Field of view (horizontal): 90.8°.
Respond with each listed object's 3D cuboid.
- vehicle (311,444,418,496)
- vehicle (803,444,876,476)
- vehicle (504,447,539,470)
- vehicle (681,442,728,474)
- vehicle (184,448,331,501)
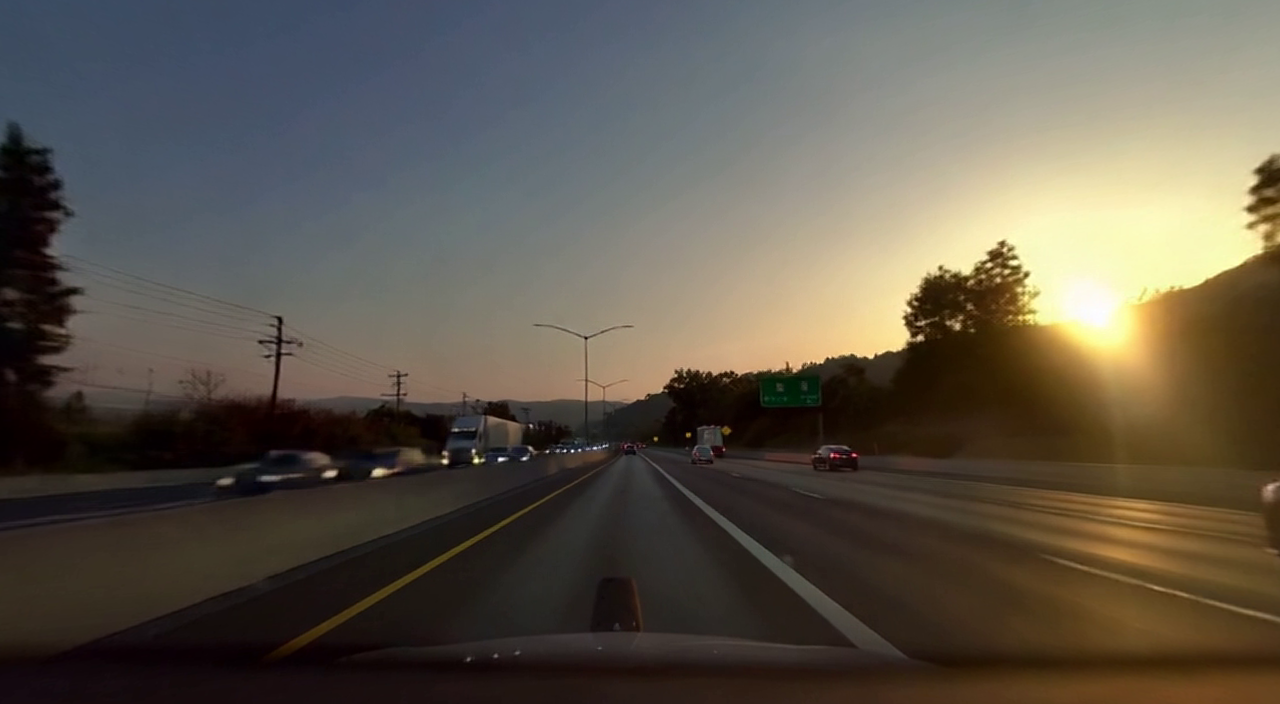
[{"bbox_3d":[-8.488,3.641,19.820,1.798,1.465,3.431,0,-9,0],"label":"vehicle"},{"bbox_3d":[10.181,5.545,32.774,1.987,1.502,5.130,0,-9,-2],"label":"vehicle"},{"bbox_3d":[-7.504,6.785,40.343,1.543,1.401,3.404,0,-9,1],"label":"vehicle"},{"bbox_3d":[3.433,5.715,34.257,2.018,1.600,4.121,0,-9,-2],"label":"vehicle"},{"bbox_3d":[-11.975,3.830,20.219,1.911,1.468,4.434,0,-9,0],"label":"vehicle"}]
